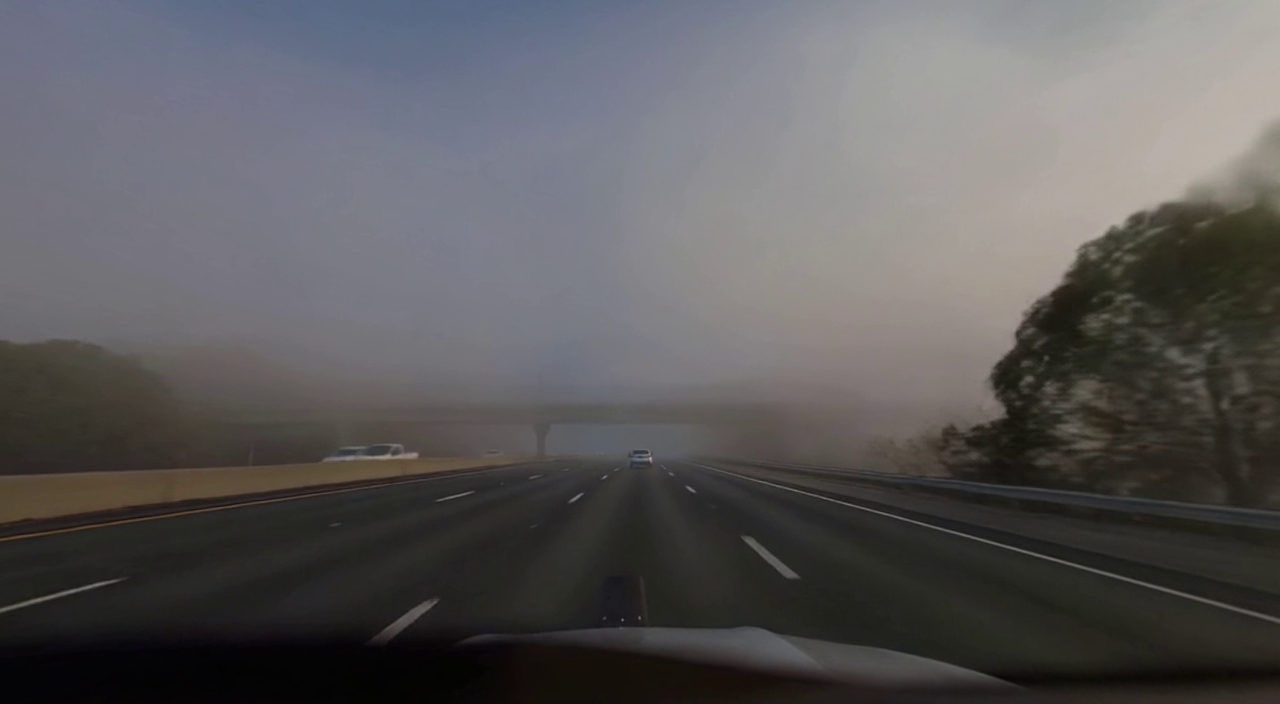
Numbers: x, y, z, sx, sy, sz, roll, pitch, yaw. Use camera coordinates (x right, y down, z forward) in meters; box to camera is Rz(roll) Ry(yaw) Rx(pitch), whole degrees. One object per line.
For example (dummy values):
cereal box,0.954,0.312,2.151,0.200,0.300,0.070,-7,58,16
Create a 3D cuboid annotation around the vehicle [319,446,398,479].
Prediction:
vehicle,-15.734,6.165,35.527,2.099,1.702,4.908,-1,-9,1
